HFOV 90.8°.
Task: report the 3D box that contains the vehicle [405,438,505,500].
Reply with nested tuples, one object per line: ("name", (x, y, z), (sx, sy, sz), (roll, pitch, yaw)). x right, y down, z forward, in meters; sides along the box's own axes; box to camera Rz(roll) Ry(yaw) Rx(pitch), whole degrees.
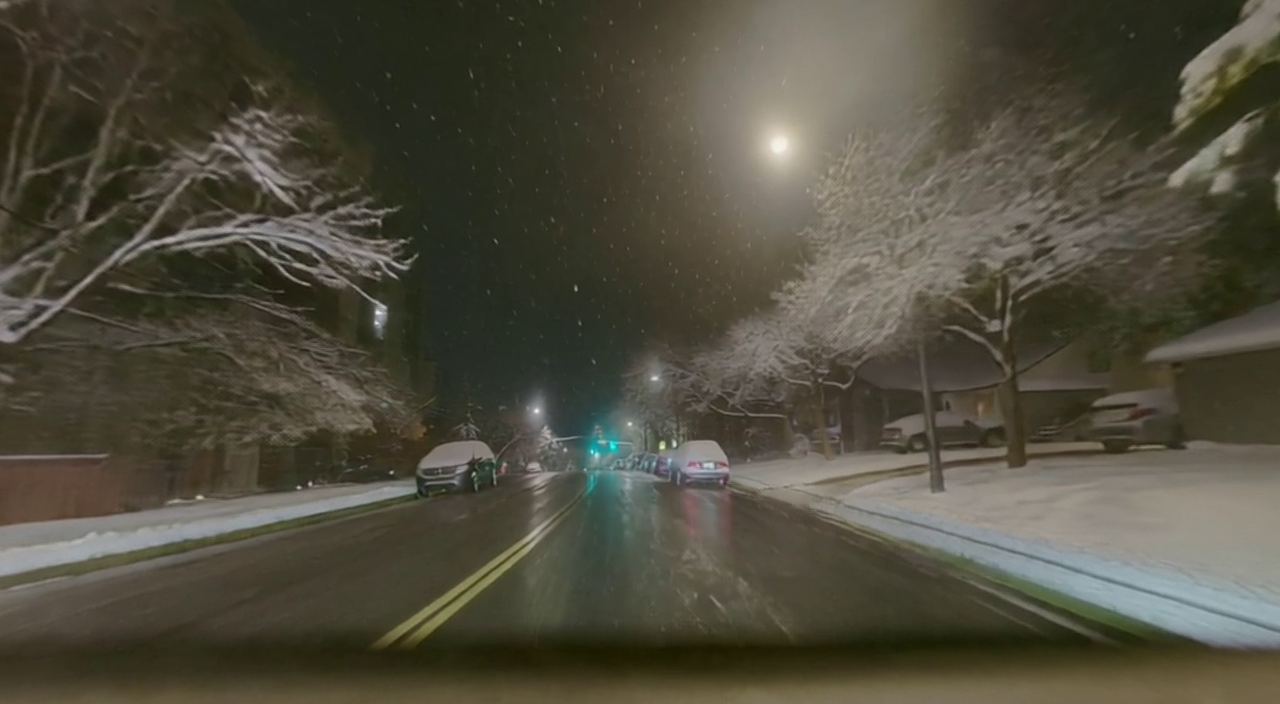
("vehicle", (-6.031, 3.816, 21.229), (2.155, 1.729, 4.799), (-1, -7, -3))

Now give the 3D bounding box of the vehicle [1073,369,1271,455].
("vehicle", (12.124, 1.555, 14.848), (1.880, 1.626, 4.495), (-2, -10, 18))

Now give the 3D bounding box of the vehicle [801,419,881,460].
("vehicle", (10.141, 4.381, 31.610), (2.100, 1.857, 4.611), (-7, -11, 40))

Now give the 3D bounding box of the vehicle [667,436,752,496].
("vehicle", (2.271, 3.908, 22.108), (2.229, 1.826, 4.611), (0, -8, -3))

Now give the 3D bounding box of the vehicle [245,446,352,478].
("vehicle", (-17.093, 5.502, 31.696), (4.527, 1.466, 1.880), (-2, -9, 13))

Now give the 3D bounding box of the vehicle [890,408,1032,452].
("vehicle", (12.734, 3.170, 25.405), (4.639, 1.634, 2.005), (-2, -9, 14))
